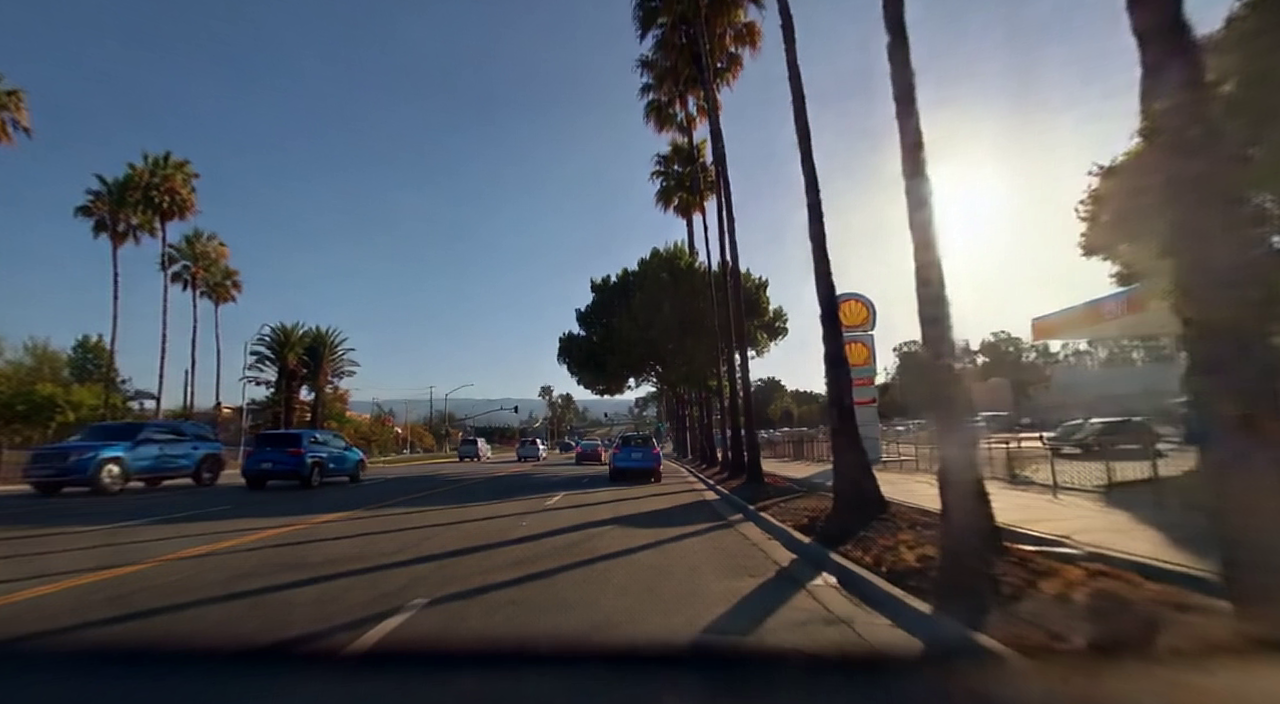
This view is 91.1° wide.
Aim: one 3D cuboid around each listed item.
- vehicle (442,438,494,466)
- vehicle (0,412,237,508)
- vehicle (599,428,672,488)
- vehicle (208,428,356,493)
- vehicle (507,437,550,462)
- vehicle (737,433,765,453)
[{"bbox_3d":[-11.136,6.508,41.055,1.998,1.731,4.952,0,-9,0],"label":"vehicle"},{"bbox_3d":[-15.404,3.119,18.649,2.726,2.339,6.253,0,-9,-1],"label":"vehicle"},{"bbox_3d":[-0.102,3.371,20.201,2.121,1.710,3.893,0,-9,1],"label":"vehicle"},{"bbox_3d":[-10.724,3.267,19.265,1.965,1.743,4.327,0,-9,0],"label":"vehicle"},{"bbox_3d":[-7.478,6.574,42.476,2.099,1.608,4.420,0,-9,0],"label":"vehicle"},{"bbox_3d":[7.979,6.583,45.341,1.837,1.416,3.947,-1,-9,9],"label":"vehicle"}]
